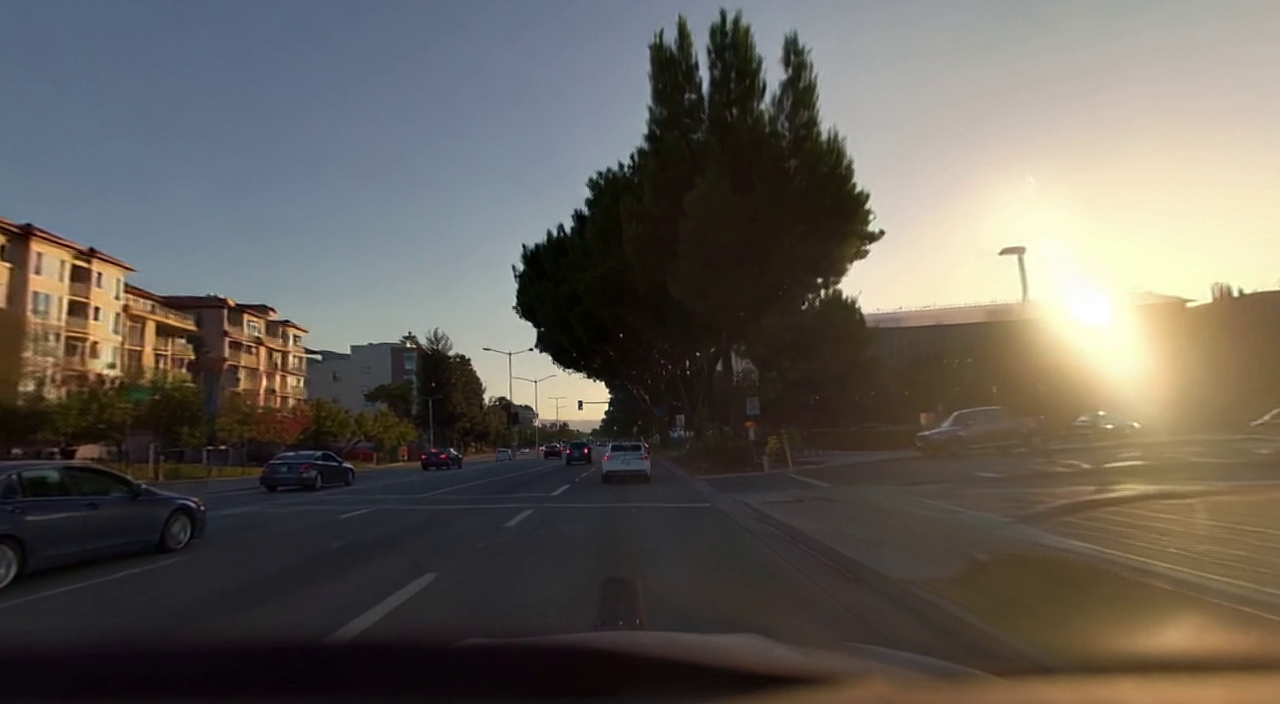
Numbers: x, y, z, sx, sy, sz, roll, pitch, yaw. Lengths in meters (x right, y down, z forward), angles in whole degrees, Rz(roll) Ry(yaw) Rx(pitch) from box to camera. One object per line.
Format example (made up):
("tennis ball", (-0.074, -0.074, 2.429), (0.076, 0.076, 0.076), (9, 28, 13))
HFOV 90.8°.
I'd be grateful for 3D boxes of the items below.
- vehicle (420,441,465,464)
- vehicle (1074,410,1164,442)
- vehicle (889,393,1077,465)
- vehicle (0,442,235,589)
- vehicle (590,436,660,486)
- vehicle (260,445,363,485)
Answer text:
("vehicle", (-14.902, 7.616, 47.964), (2.064, 1.686, 4.380), (0, -8, -1))
("vehicle", (27.774, 4.262, 36.689), (3.745, 1.450, 1.750), (-5, -6, -4))
("vehicle", (12.490, 2.818, 23.317), (5.253, 2.014, 2.666), (-5, -7, -5))
("vehicle", (-7.339, 1.818, 7.634), (1.906, 1.449, 4.576), (0, -8, -1))
("vehicle", (-0.481, 3.580, 21.106), (2.099, 1.469, 4.389), (0, -8, -1))
("vehicle", (-13.470, 4.642, 26.268), (2.024, 1.484, 4.592), (0, -8, -3))
